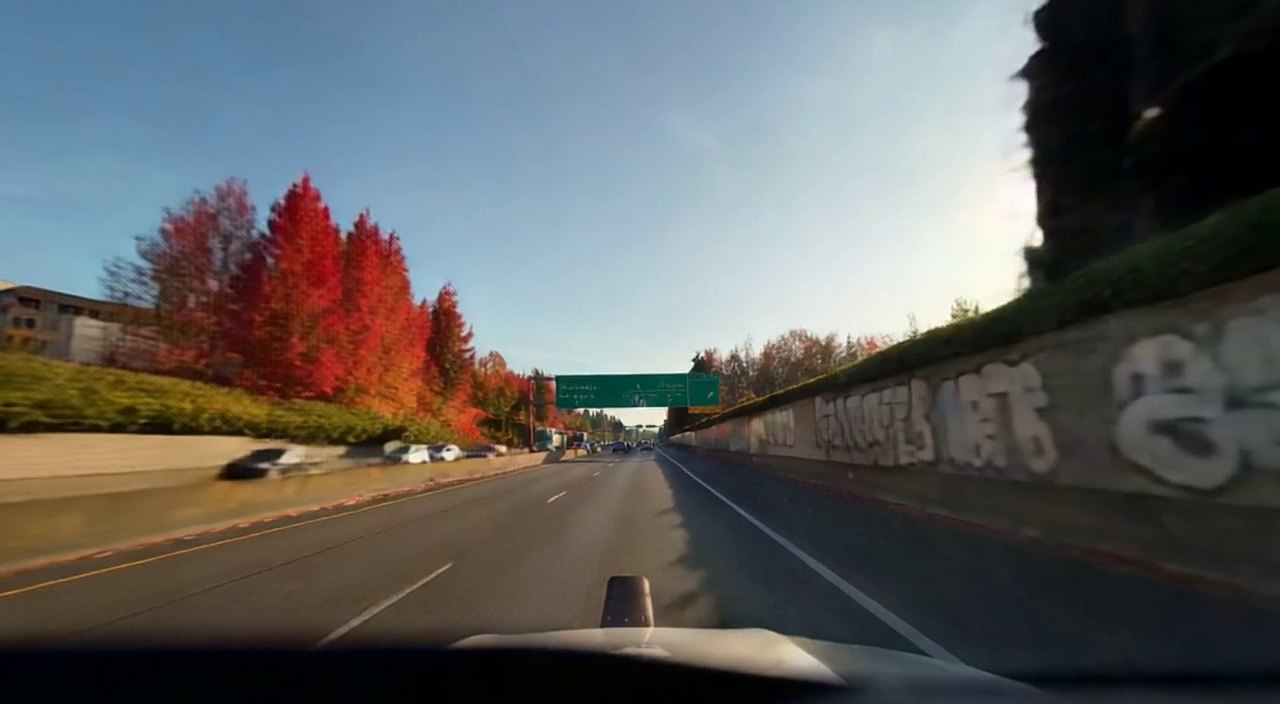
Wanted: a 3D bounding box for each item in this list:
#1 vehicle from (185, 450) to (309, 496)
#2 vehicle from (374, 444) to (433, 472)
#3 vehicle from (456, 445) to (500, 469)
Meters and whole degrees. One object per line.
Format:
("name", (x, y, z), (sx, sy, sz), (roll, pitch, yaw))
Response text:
("vehicle", (-14.684, 4.512, 23.859), (1.796, 1.495, 4.504), (0, -8, 0))
("vehicle", (-14.554, 6.538, 38.956), (1.924, 1.609, 4.275), (0, -8, 1))
("vehicle", (-10.666, 6.905, 41.682), (1.768, 1.469, 3.813), (0, -8, 3))
